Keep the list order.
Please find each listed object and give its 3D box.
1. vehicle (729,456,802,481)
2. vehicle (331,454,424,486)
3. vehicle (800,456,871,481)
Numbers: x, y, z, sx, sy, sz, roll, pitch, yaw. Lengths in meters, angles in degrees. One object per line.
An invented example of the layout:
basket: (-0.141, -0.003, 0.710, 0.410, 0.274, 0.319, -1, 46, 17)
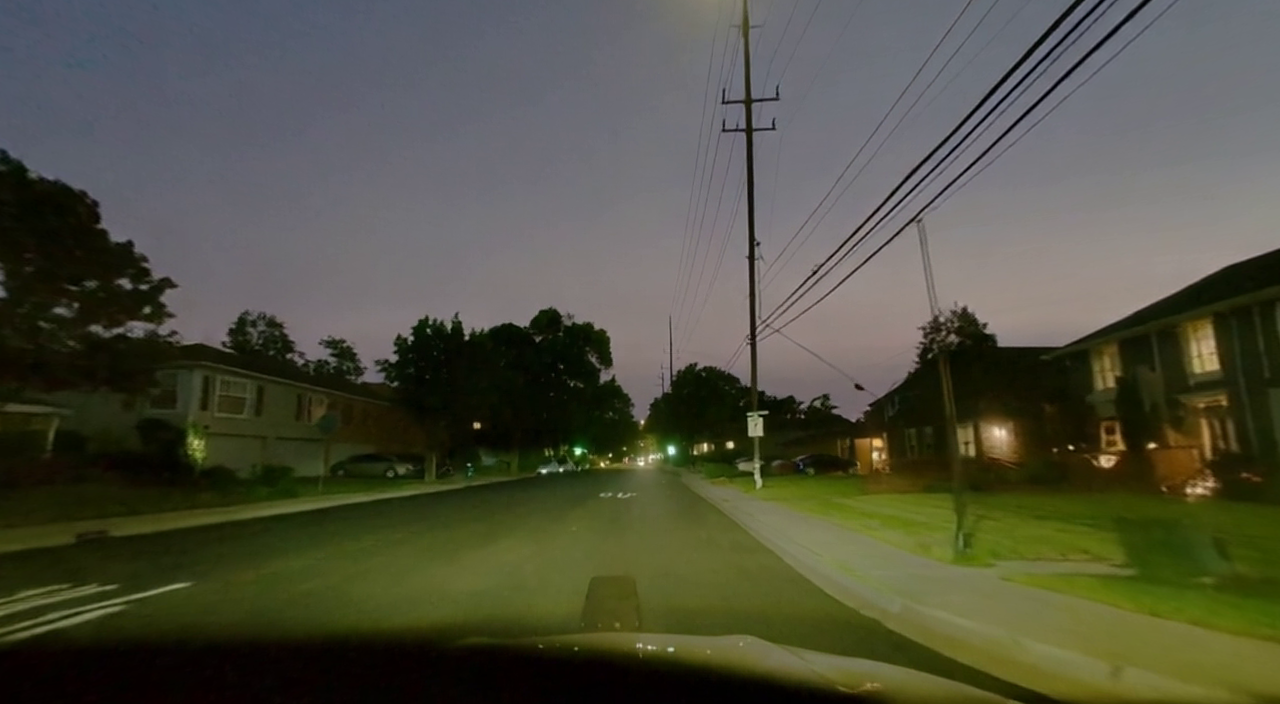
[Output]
vehicle: (9.270, 8.644, 46.858, 4.952, 1.775, 2.089, 0, -10, 1)
vehicle: (-15.177, 6.830, 36.656, 4.500, 1.714, 1.924, -1, -10, 7)
vehicle: (12.986, 7.781, 42.244, 4.122, 1.610, 1.888, 0, -9, 2)
